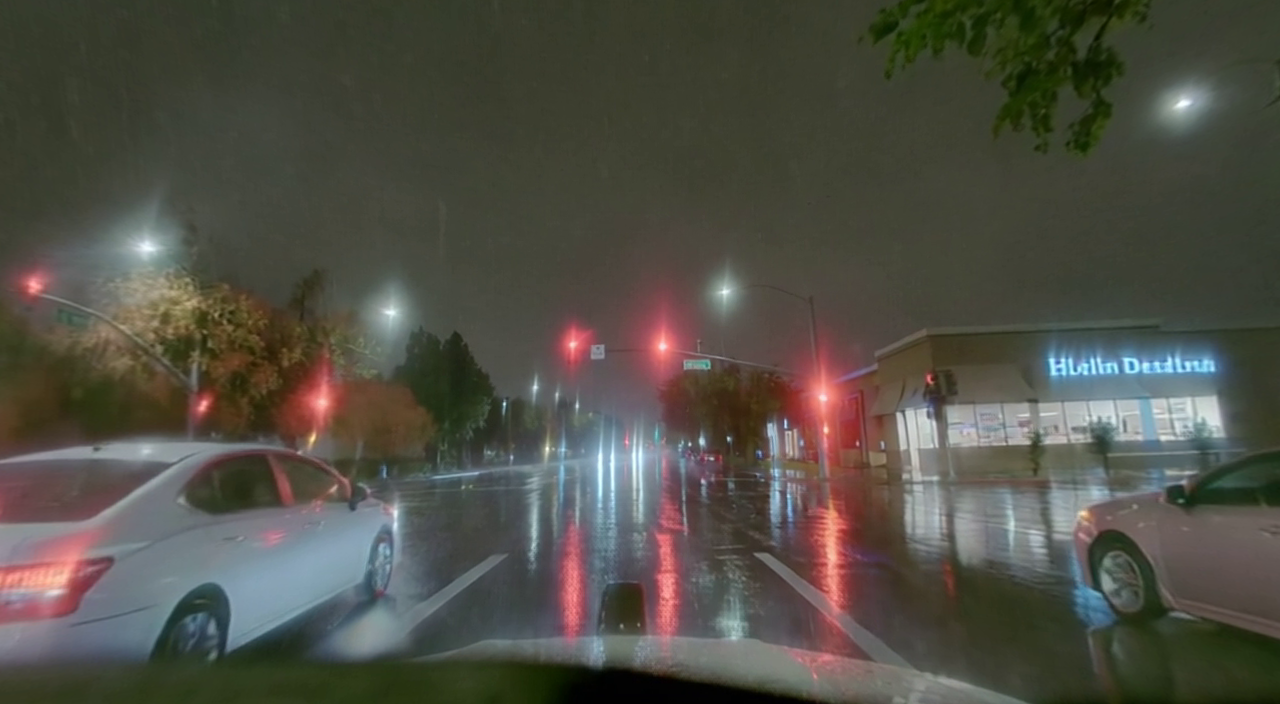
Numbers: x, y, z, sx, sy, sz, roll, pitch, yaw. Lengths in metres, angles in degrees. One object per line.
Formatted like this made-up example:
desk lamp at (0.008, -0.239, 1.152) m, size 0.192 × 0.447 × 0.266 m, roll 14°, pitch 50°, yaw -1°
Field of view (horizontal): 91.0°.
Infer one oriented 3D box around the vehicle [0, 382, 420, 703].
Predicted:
vehicle at (-3.475, 1.259, 4.842) m, size 1.947 × 1.627 × 4.248 m, roll 0°, pitch -9°, yaw 1°

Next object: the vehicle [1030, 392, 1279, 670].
vehicle at (4.873, 1.095, 3.897) m, size 2.039 × 1.655 × 4.495 m, roll 0°, pitch -9°, yaw 1°
